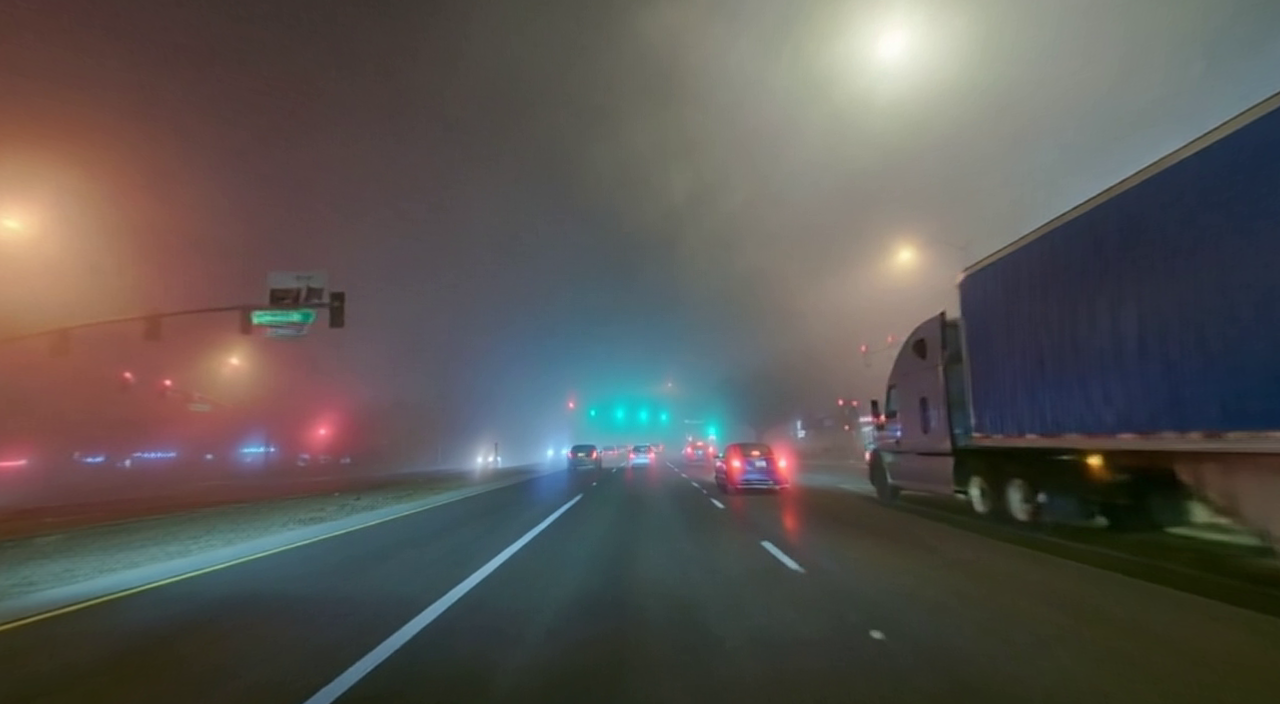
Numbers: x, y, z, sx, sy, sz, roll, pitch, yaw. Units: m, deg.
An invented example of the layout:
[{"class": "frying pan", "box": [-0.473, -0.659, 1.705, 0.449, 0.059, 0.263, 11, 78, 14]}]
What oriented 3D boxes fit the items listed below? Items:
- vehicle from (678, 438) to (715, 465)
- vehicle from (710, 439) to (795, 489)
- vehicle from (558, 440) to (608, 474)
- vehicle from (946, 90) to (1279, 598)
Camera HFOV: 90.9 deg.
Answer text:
[{"class": "vehicle", "box": [3.735, 6.628, 42.042, 2.050, 1.683, 3.990, 0, -8, 0]}, {"class": "vehicle", "box": [3.573, 3.630, 20.747, 1.972, 1.452, 4.189, 0, -8, -1]}, {"class": "vehicle", "box": [-2.712, 5.104, 30.911, 2.003, 1.509, 4.396, 0, -8, 1]}, {"class": "vehicle", "box": [7.096, -0.518, 2.336, 3.383, 4.268, 17.469, 0, -8, 1]}]
